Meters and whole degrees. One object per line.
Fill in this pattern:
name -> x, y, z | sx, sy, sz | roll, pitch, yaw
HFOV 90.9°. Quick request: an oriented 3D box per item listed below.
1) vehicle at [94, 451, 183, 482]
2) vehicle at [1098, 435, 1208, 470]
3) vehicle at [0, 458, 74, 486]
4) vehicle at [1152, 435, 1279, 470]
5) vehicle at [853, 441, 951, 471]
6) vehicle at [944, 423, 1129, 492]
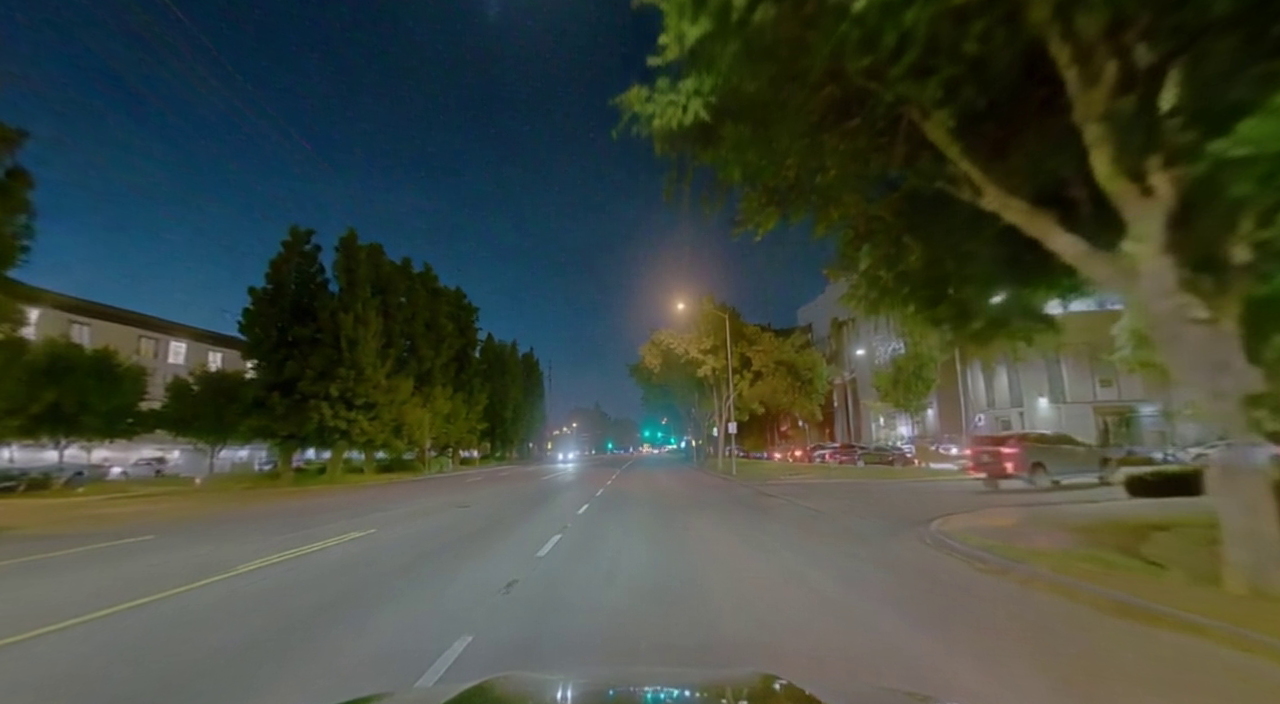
vehicle -> -38.143, 8.683, 48.029 | 4.529, 2.241, 2.471 | -1, -9, 0
vehicle -> 26.787, 5.268, 33.138 | 1.968, 1.655, 4.455 | 0, -9, -1
vehicle -> -38.515, 7.460, 39.059 | 4.916, 1.542, 1.934 | -2, -8, -2
vehicle -> 29.535, 5.150, 32.561 | 2.070, 1.665, 4.807 | 0, -9, -1
vehicle -> 15.172, 6.044, 36.634 | 4.854, 1.649, 1.886 | 1, -9, -1
vehicle -> 12.501, 3.287, 20.005 | 4.655, 1.828, 2.223 | 0, -8, -14
